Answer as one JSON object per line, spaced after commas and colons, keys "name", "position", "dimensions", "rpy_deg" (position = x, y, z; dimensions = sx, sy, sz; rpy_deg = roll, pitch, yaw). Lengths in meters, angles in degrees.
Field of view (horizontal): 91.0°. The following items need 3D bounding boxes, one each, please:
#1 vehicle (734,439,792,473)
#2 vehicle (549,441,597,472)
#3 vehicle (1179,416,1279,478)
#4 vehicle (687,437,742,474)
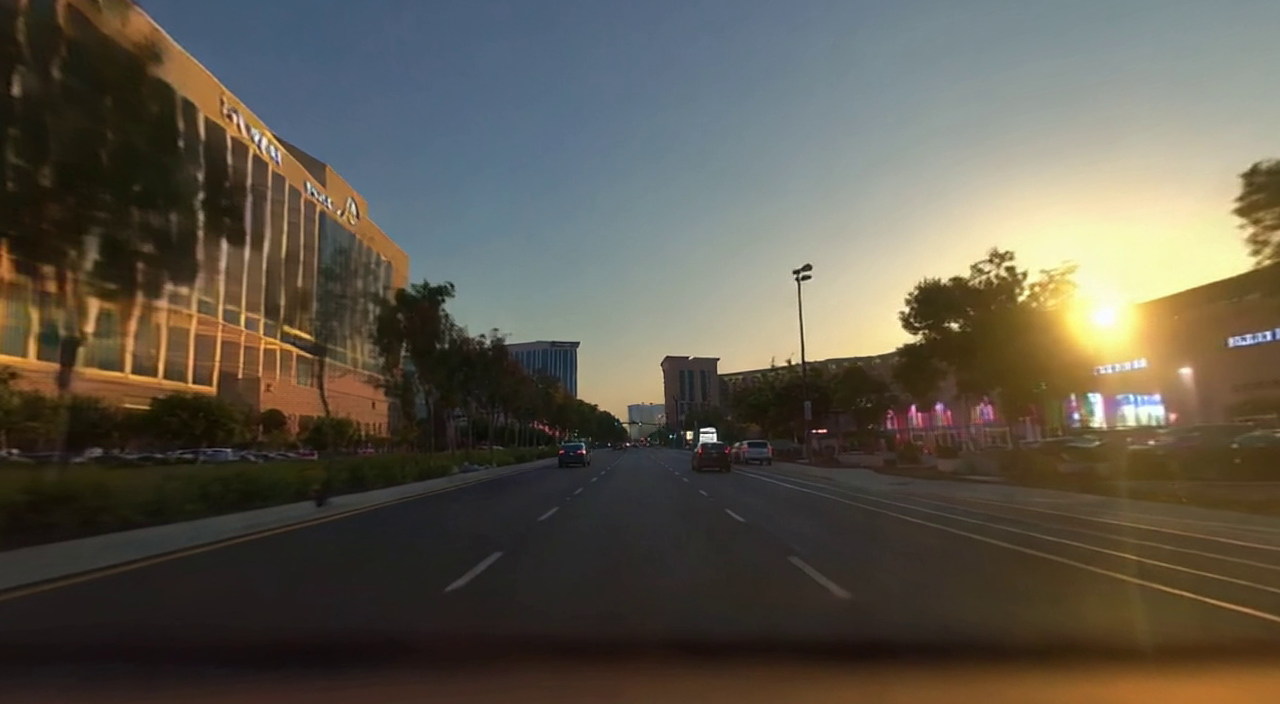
{"name": "vehicle", "position": [6.745, 5.734, 34.957], "dimensions": [2.182, 1.744, 4.600], "rpy_deg": [0, -8, -1]}
{"name": "vehicle", "position": [-3.339, 5.277, 32.035], "dimensions": [2.005, 1.477, 4.169], "rpy_deg": [0, -8, 0]}
{"name": "vehicle", "position": [17.386, 2.454, 16.345], "dimensions": [2.136, 1.567, 4.816], "rpy_deg": [0, -10, -7]}
{"name": "vehicle", "position": [3.681, 5.188, 31.829], "dimensions": [2.083, 1.743, 4.354], "rpy_deg": [0, -8, -3]}
